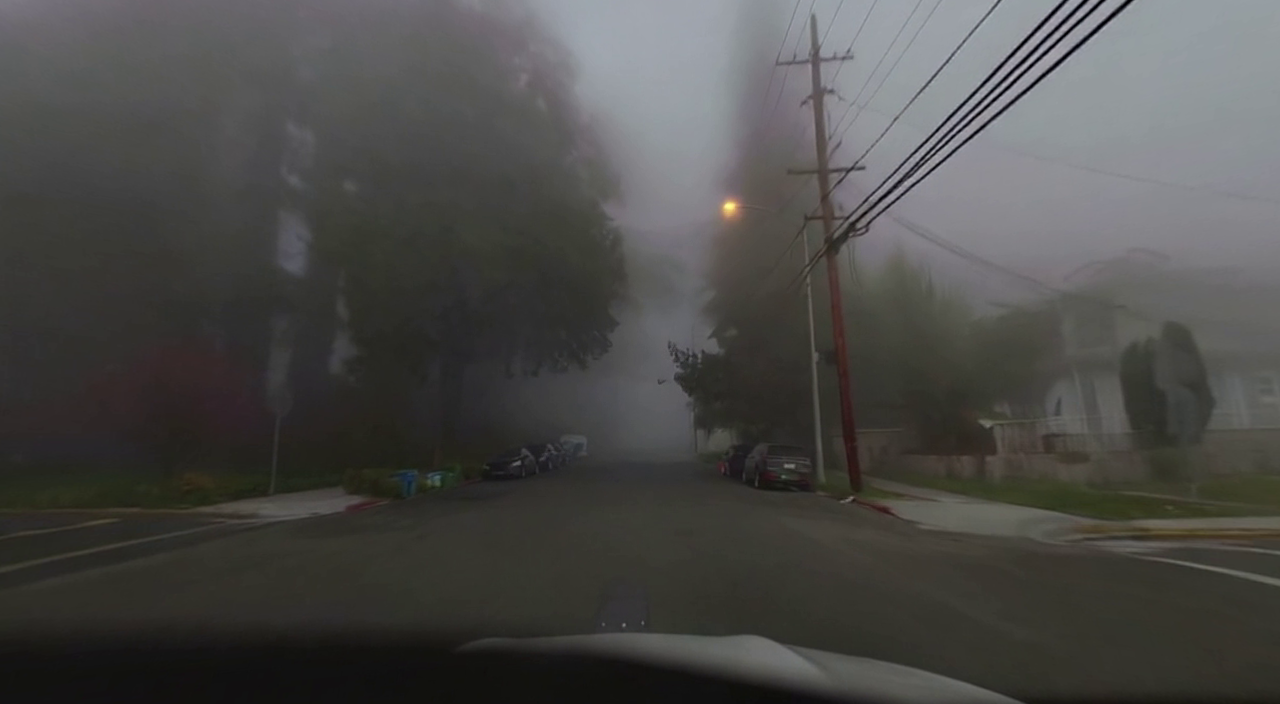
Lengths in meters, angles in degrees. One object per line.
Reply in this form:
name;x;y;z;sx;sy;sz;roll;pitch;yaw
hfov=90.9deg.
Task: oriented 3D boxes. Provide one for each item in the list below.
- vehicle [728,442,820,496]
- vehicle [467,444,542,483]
vehicle;3.943;3.499;19.287;1.851;1.438;4.177;0;-8;0
vehicle;-5.884;4.879;28.063;2.231;1.492;4.727;1;-8;1
